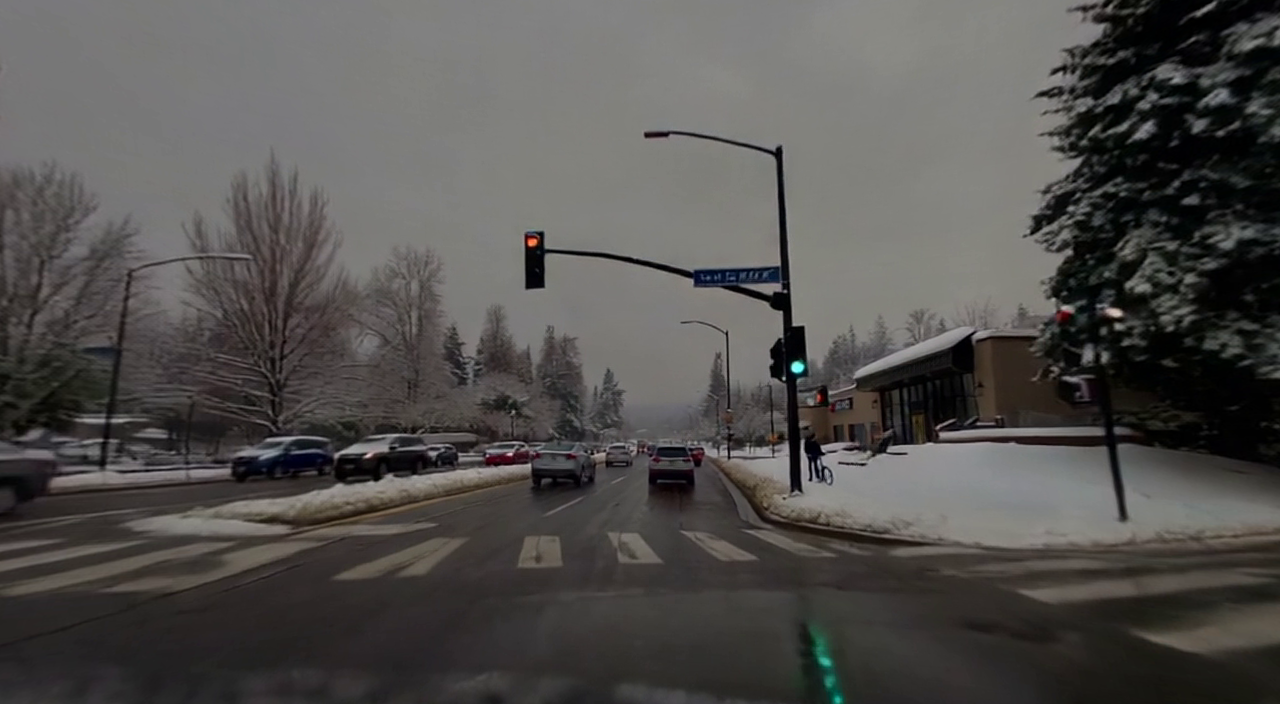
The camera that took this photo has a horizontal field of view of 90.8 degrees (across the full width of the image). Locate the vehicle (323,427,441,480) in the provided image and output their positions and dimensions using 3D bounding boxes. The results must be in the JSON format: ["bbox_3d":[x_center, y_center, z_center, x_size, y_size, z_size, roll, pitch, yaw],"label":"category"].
[{"bbox_3d":[-10.055,4.013,25.172,2.221,1.856,4.847,-1,-8,6],"label":"vehicle"}]

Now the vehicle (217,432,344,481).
[{"bbox_3d":[-13.727,4.015,24.523,1.961,1.731,4.450,-1,-8,6],"label":"vehicle"}]

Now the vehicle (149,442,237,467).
[{"bbox_3d":[-28.195,6.468,40.089,1.939,1.483,4.657,-1,-8,4],"label":"vehicle"}]

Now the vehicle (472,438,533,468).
[{"bbox_3d":[-8.213,6.069,38.238,2.175,1.684,4.475,-1,-9,8],"label":"vehicle"}]

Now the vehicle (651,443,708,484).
[{"bbox_3d":[1.570,4.427,25.397,2.085,1.475,3.976,-1,-8,3],"label":"vehicle"}]

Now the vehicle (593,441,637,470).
[{"bbox_3d":[-1.354,5.874,35.957,1.887,1.517,4.254,-1,-8,6],"label":"vehicle"}]

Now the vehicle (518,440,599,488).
[{"bbox_3d":[-2.640,3.738,21.437,1.921,1.477,4.083,-1,-8,4],"label":"vehicle"}]
